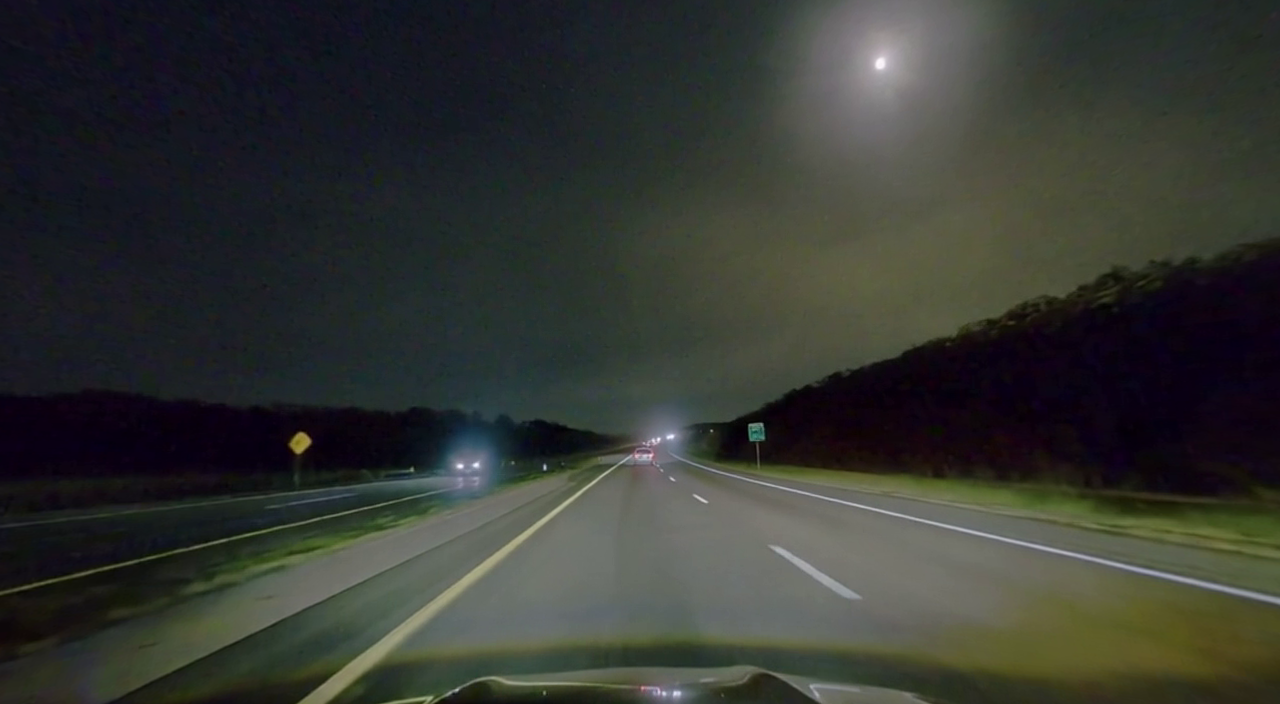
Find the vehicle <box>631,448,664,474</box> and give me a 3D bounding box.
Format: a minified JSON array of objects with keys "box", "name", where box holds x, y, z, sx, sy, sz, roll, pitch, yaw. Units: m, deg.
[{"box":[0.459,7.483,43.369,2.160,1.691,4.243,0,-9,-1],"name":"vehicle"}]
